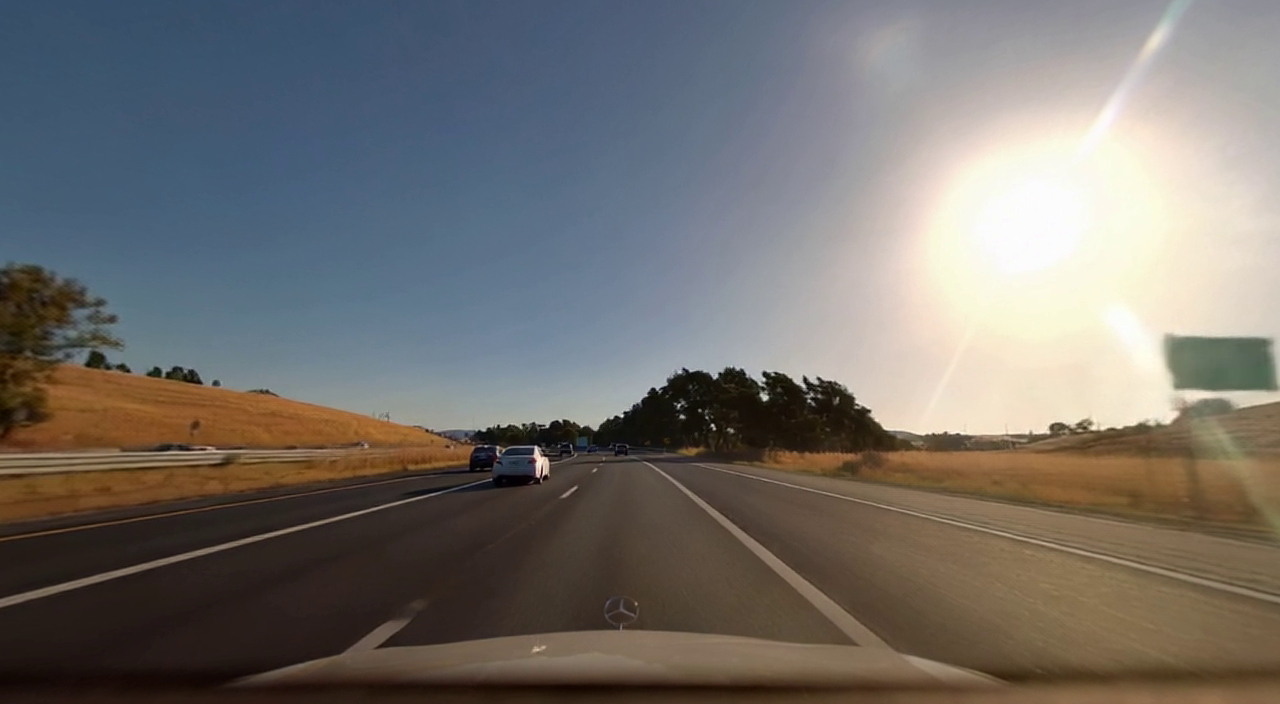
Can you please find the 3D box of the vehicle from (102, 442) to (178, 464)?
[{"bbox_3d":[-36.732,7.420,46.546,1.880,1.484,4.668,0,-9,-2],"label":"vehicle"}]

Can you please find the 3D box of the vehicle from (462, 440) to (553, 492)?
[{"bbox_3d":[-4.264,3.741,21.127,2.073,1.516,4.478,0,-9,0],"label":"vehicle"}]
